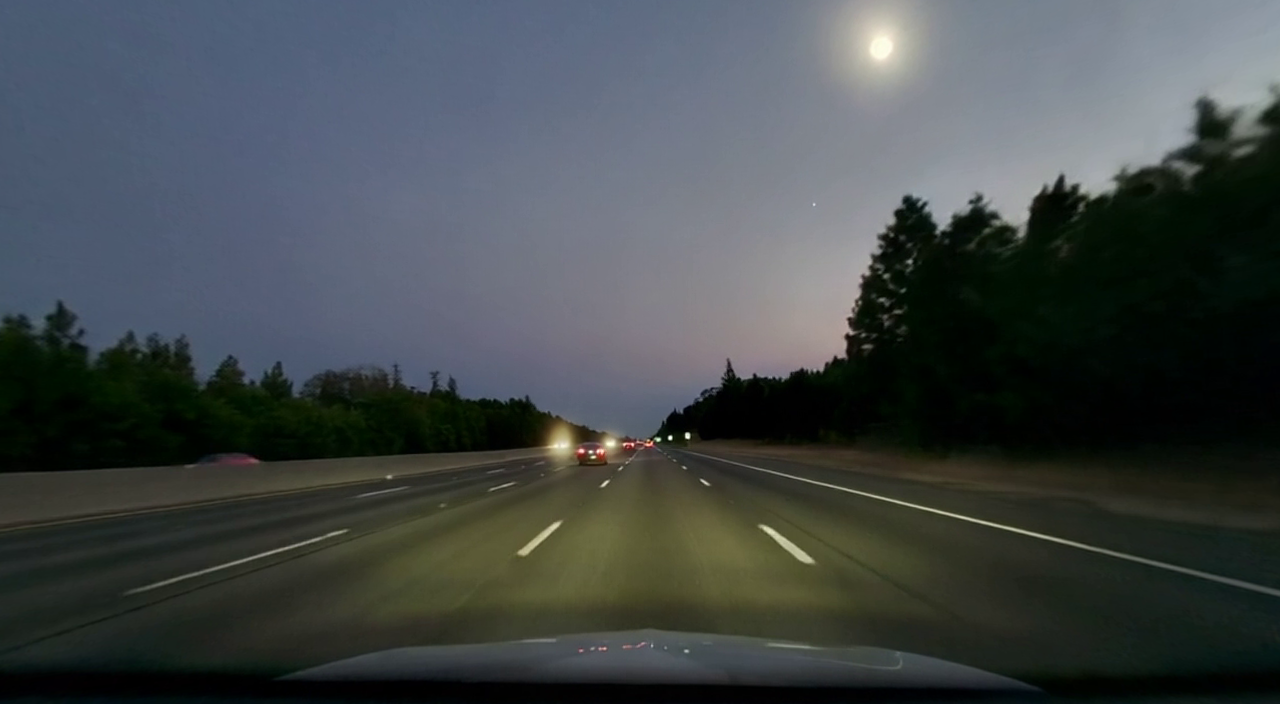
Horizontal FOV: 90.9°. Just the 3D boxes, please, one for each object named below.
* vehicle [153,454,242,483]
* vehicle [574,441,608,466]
[{"bbox_3d":[-25.302,6.652,36.304,1.764,1.473,4.547,0,-8,1],"label":"vehicle"},{"bbox_3d":[-3.330,6.939,43.399,1.993,1.589,3.898,0,-8,1],"label":"vehicle"}]
